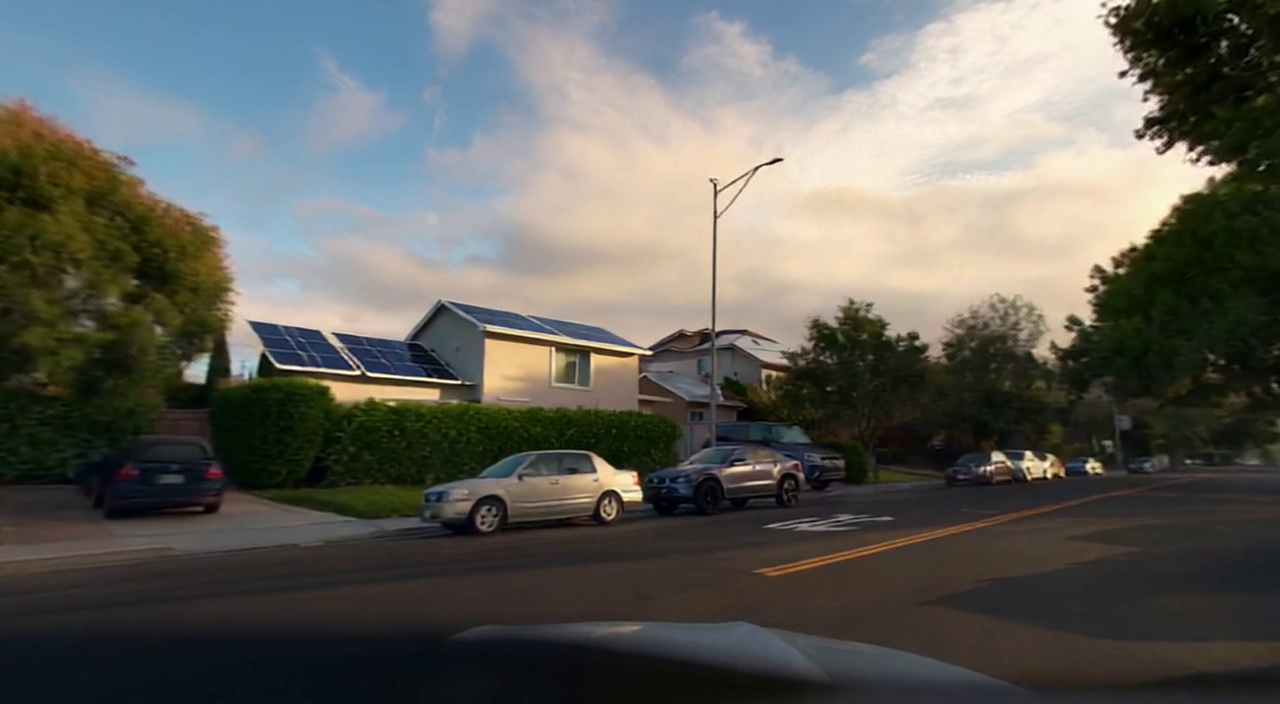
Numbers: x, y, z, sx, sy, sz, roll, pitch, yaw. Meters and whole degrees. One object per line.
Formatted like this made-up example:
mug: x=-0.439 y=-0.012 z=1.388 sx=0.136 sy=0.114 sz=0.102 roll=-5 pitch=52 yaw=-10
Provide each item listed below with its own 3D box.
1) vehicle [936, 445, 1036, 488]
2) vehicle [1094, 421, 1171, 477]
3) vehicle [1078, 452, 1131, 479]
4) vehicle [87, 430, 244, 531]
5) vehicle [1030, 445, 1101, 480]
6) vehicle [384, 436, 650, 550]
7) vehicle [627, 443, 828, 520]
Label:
vehicle: x=13.493 y=4.440 z=24.453 sx=4.676 sy=1.472 sz=1.901 roll=9 pitch=-16 yaw=-43
vehicle: x=35.497 y=6.924 z=45.278 sx=8.004 sy=3.648 sz=2.896 roll=7 pitch=-11 yaw=-43
vehicle: x=29.037 y=7.033 z=39.324 sx=4.068 sy=1.470 sz=1.921 roll=8 pitch=-11 yaw=-44
vehicle: x=-8.602 y=2.170 z=11.308 sx=1.876 sy=1.476 sz=3.484 roll=7 pitch=-10 yaw=-41
vehicle: x=21.669 y=5.634 z=31.988 sx=4.483 sy=1.563 sz=1.818 roll=11 pitch=-15 yaw=-41
vehicle: x=-1.860 y=2.214 z=10.323 sx=3.838 sy=1.488 sz=1.805 roll=10 pitch=-13 yaw=-42
vehicle: x=2.065 y=2.755 z=13.950 sx=4.601 sy=1.406 sz=1.848 roll=7 pitch=-13 yaw=-42
